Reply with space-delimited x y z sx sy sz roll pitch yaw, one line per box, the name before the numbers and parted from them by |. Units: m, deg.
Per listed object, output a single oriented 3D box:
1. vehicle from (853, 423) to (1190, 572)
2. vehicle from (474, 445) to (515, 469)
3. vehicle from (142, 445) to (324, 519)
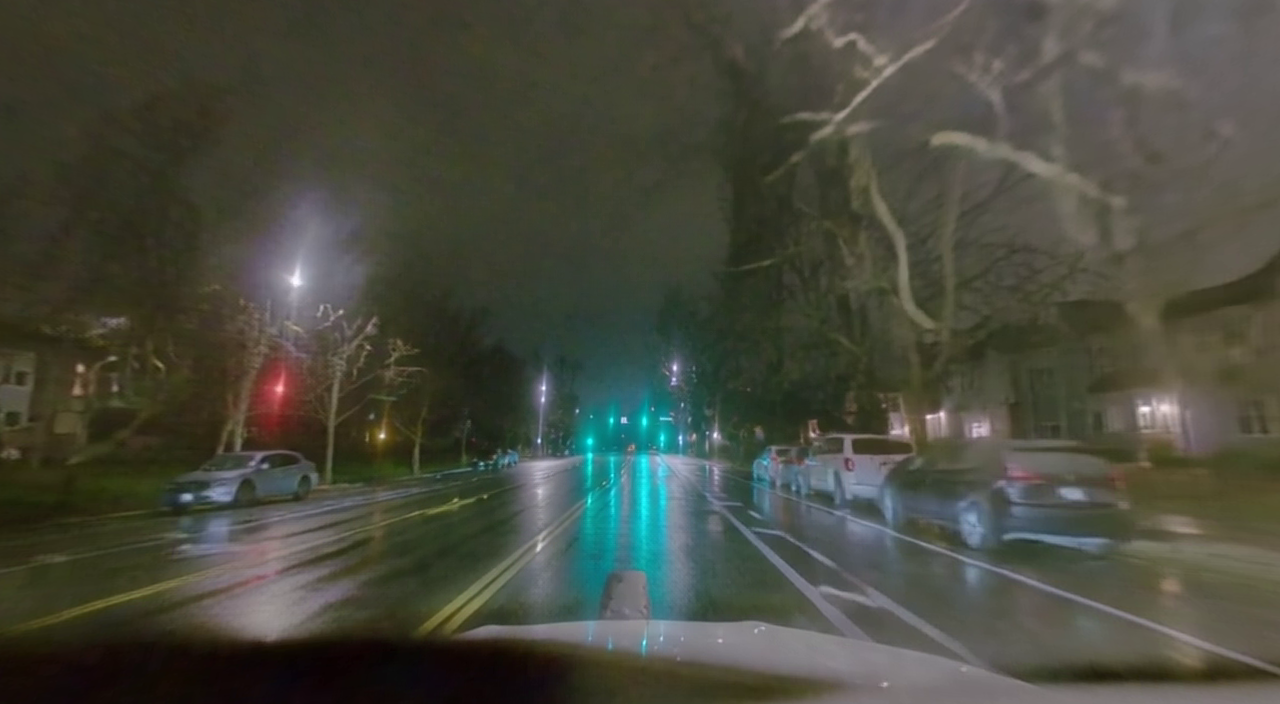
vehicle | 5.057 1.989 9.549 1.885 1.603 5.235 0 -9 1
vehicle | -11.147 8.053 48.683 2.023 1.629 4.822 -2 -8 0
vehicle | -11.604 3.670 18.484 2.054 1.704 4.710 -3 -8 3
